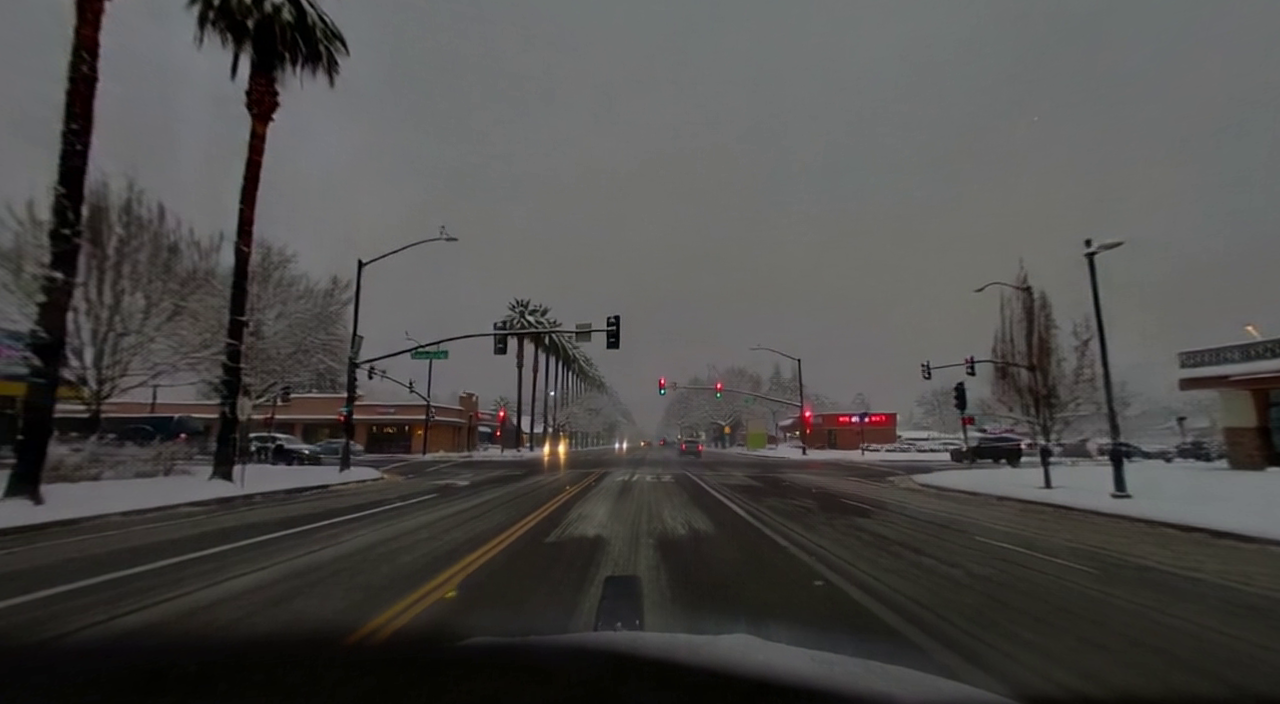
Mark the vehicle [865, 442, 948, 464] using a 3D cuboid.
[{"bbox_3d":[18.891,7.191,44.801,4.977,1.508,1.948,0,-9,0],"label":"vehicle"}]

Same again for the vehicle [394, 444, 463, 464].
[{"bbox_3d":[-16.305,7.869,48.572,4.791,1.487,2.002,4,-10,-27],"label":"vehicle"}]

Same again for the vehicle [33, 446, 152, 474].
[{"bbox_3d":[-29.456,5.827,33.977,4.538,1.446,2.028,0,-8,1],"label":"vehicle"}]

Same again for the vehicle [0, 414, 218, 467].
[{"bbox_3d":[-35.490,5.844,41.745,12.726,3.308,3.114,0,-7,0],"label":"vehicle"}]

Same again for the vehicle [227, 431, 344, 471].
[{"bbox_3d":[-19.020,5.351,33.978,4.901,2.064,2.296,0,-8,0],"label":"vehicle"}]

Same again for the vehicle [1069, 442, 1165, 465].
[{"bbox_3d":[31.283,6.664,41.361,4.701,1.463,1.989,0,-9,-2],"label":"vehicle"}]

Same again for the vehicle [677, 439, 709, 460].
[{"bbox_3d":[4.009,7.489,48.241,2.065,1.507,4.225,0,-8,-1],"label":"vehicle"}]

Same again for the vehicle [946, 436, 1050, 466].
[{"bbox_3d":[23.355,6.448,41.187,5.509,1.873,2.123,0,-9,-2],"label":"vehicle"}]
